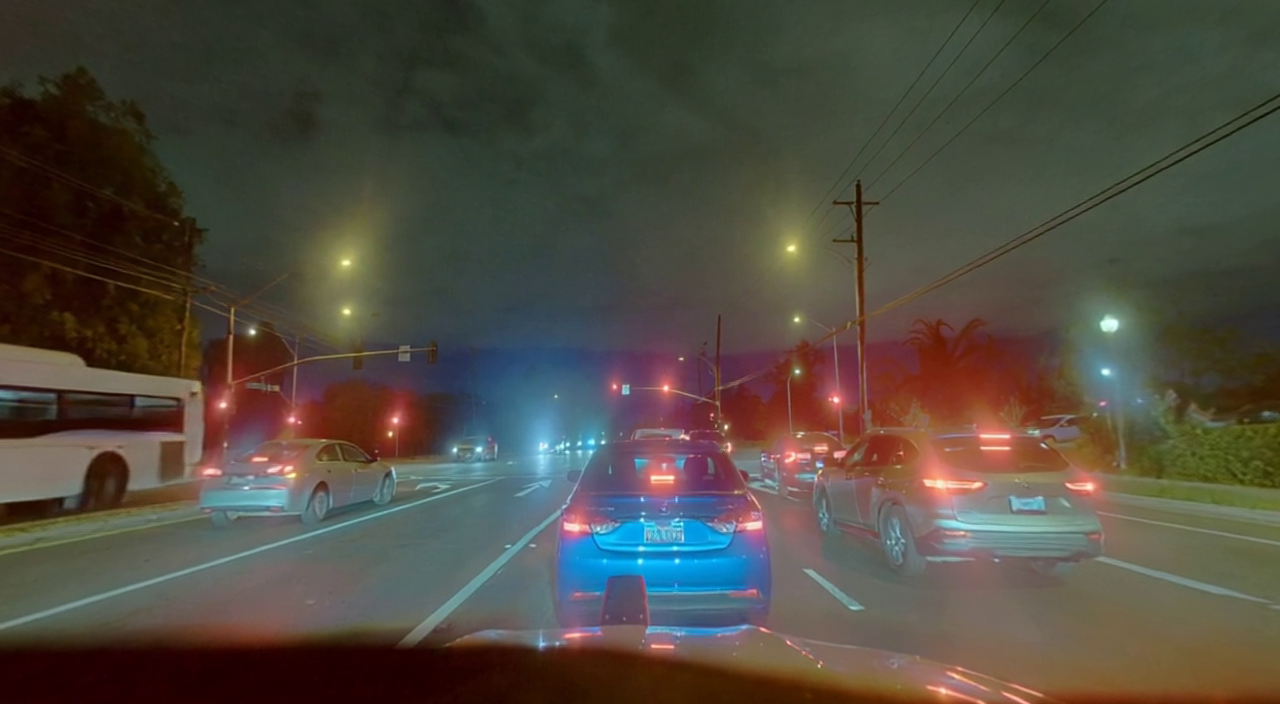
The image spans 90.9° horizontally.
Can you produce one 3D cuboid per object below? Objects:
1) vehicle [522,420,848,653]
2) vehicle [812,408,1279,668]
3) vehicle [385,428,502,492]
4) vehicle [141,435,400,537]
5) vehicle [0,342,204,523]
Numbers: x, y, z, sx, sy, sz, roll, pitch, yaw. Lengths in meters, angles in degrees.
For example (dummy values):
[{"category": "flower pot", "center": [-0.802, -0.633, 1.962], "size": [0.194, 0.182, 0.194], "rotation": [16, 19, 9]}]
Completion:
[{"category": "vehicle", "center": [0.289, 1.493, 6.155], "size": [2.109, 1.483, 3.964], "rotation": [0, -8, 0]}, {"category": "vehicle", "center": [3.140, 1.407, 5.877], "size": [1.870, 1.523, 4.096], "rotation": [0, -8, 0]}, {"category": "vehicle", "center": [-6.255, 3.514, 20.894], "size": [2.070, 1.824, 5.196], "rotation": [-1, -8, 2]}, {"category": "vehicle", "center": [-6.394, 2.335, 11.748], "size": [1.955, 1.497, 4.639], "rotation": [-1, -8, 1]}, {"category": "vehicle", "center": [-13.806, 1.435, 11.227], "size": [3.005, 3.443, 12.583], "rotation": [-1, -8, 1]}]
